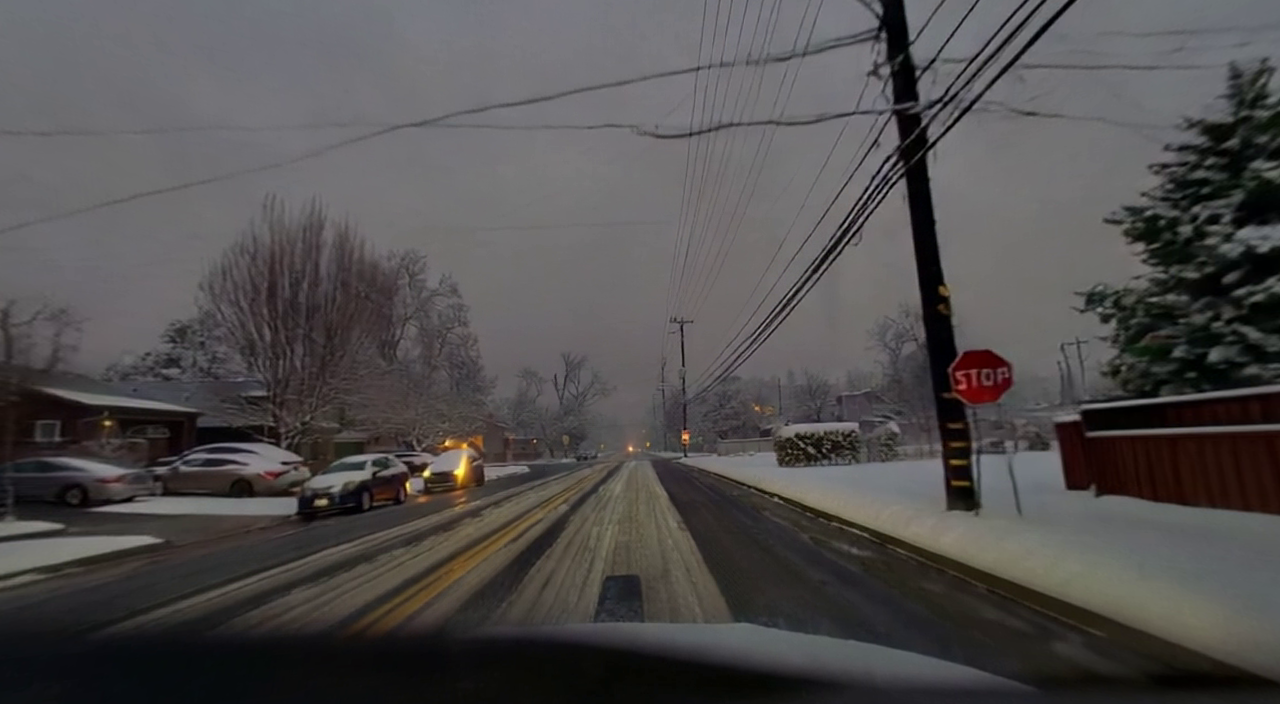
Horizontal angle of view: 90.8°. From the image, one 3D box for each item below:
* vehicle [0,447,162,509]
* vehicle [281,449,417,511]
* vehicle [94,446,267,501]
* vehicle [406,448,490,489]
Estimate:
[{"bbox_3d":[-17.983,3.837,19.509,4.539,1.737,2.098,2,-9,-14],"label":"vehicle"},{"bbox_3d":[-8.541,3.749,19.010,1.950,1.627,4.027,-1,-8,4],"label":"vehicle"},{"bbox_3d":[-16.232,4.281,22.575,4.364,1.802,2.122,1,-8,-8],"label":"vehicle"},{"bbox_3d":[-8.494,5.160,28.338,2.047,1.679,3.948,-1,-9,8],"label":"vehicle"}]
